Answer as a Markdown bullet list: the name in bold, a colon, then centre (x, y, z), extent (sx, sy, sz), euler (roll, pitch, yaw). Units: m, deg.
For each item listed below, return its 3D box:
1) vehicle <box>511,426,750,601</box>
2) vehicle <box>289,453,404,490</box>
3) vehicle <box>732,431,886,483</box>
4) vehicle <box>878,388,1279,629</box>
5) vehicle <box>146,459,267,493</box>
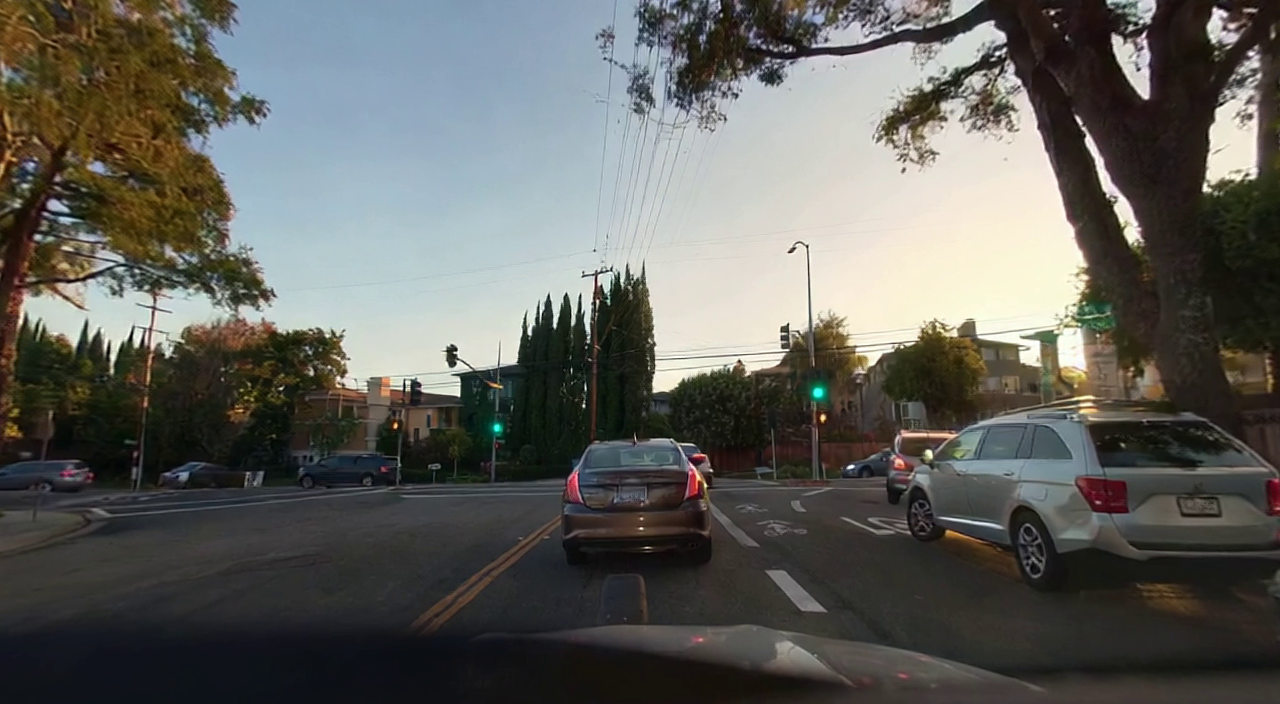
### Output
- **vehicle**: centre (-0.019, 1.744, 7.826), extent (2.078, 1.506, 4.512), euler (0, -8, 2)
- **vehicle**: centre (-13.776, 5.595, 29.660), extent (4.485, 1.625, 1.980), euler (-2, -9, 9)
- **vehicle**: centre (6.798, 4.321, 26.123), extent (5.857, 2.016, 2.273), euler (-1, -8, 7)
- **vehicle**: centre (4.618, 1.566, 7.383), extent (2.095, 1.836, 4.895), euler (-1, -8, 5)
- **vehicle**: centre (-21.064, 6.003, 30.673), extent (4.736, 1.475, 1.921), euler (-2, -8, 9)
